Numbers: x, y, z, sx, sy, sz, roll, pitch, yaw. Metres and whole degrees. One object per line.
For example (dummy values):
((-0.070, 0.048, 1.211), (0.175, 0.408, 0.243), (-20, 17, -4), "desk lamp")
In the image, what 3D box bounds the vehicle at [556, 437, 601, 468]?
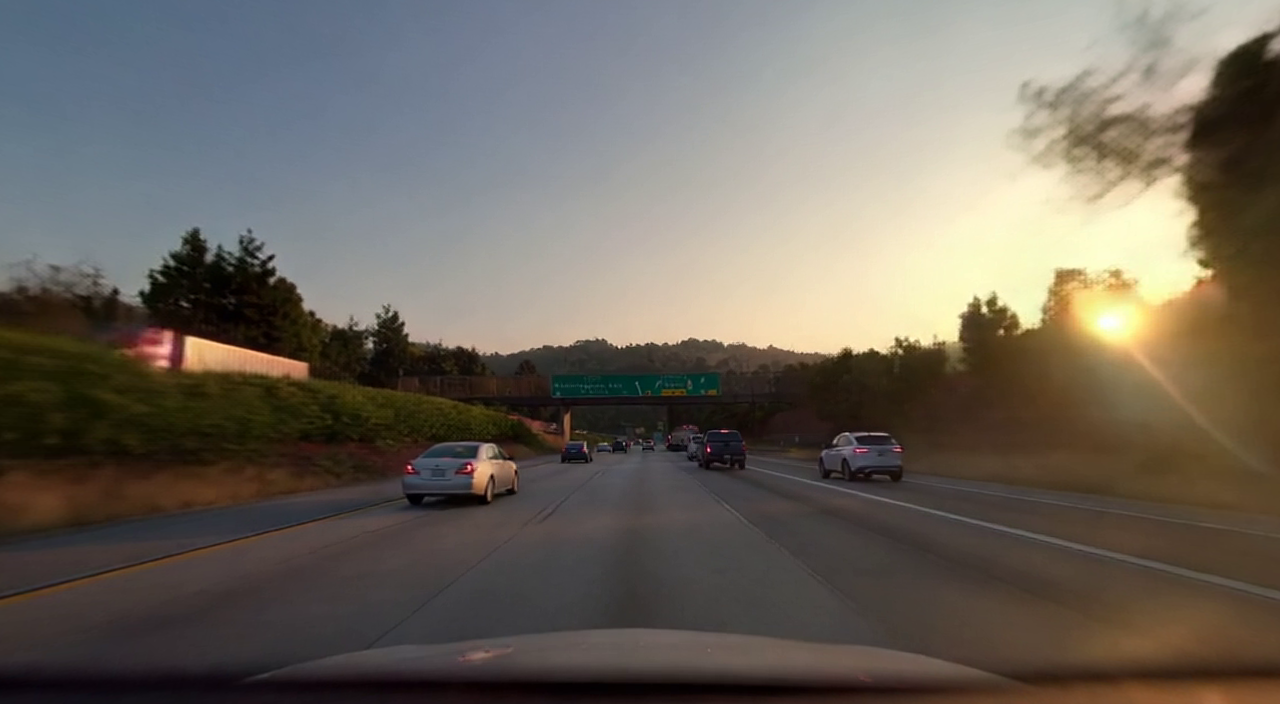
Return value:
((-3.402, 5.625, 35.475), (2.020, 1.628, 4.248), (0, -8, 1), "vehicle")

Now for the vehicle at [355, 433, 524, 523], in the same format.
((-3.735, 2.419, 12.642), (1.978, 1.473, 4.073), (0, -9, 1), "vehicle")

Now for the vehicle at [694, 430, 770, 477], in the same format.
((4.058, 4.610, 28.943), (2.517, 1.935, 5.552), (0, -9, -1), "vehicle")

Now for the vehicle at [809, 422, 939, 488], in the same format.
((7.826, 3.529, 21.873), (2.291, 1.968, 5.662), (0, -9, 0), "vehicle")
